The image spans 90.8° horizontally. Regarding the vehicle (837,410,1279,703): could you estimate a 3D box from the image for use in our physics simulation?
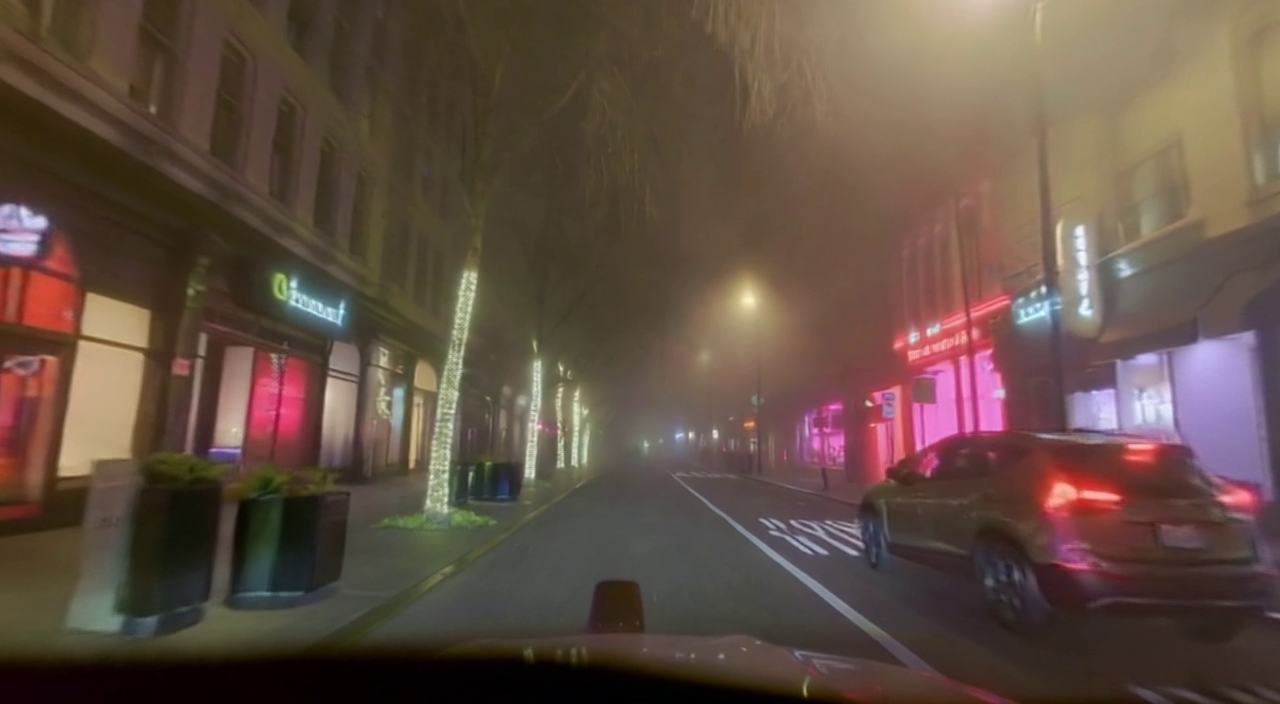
[{"bbox_3d":[3.474,1.420,5.622,1.971,1.559,4.326,0,-9,-1],"label":"vehicle"}]
